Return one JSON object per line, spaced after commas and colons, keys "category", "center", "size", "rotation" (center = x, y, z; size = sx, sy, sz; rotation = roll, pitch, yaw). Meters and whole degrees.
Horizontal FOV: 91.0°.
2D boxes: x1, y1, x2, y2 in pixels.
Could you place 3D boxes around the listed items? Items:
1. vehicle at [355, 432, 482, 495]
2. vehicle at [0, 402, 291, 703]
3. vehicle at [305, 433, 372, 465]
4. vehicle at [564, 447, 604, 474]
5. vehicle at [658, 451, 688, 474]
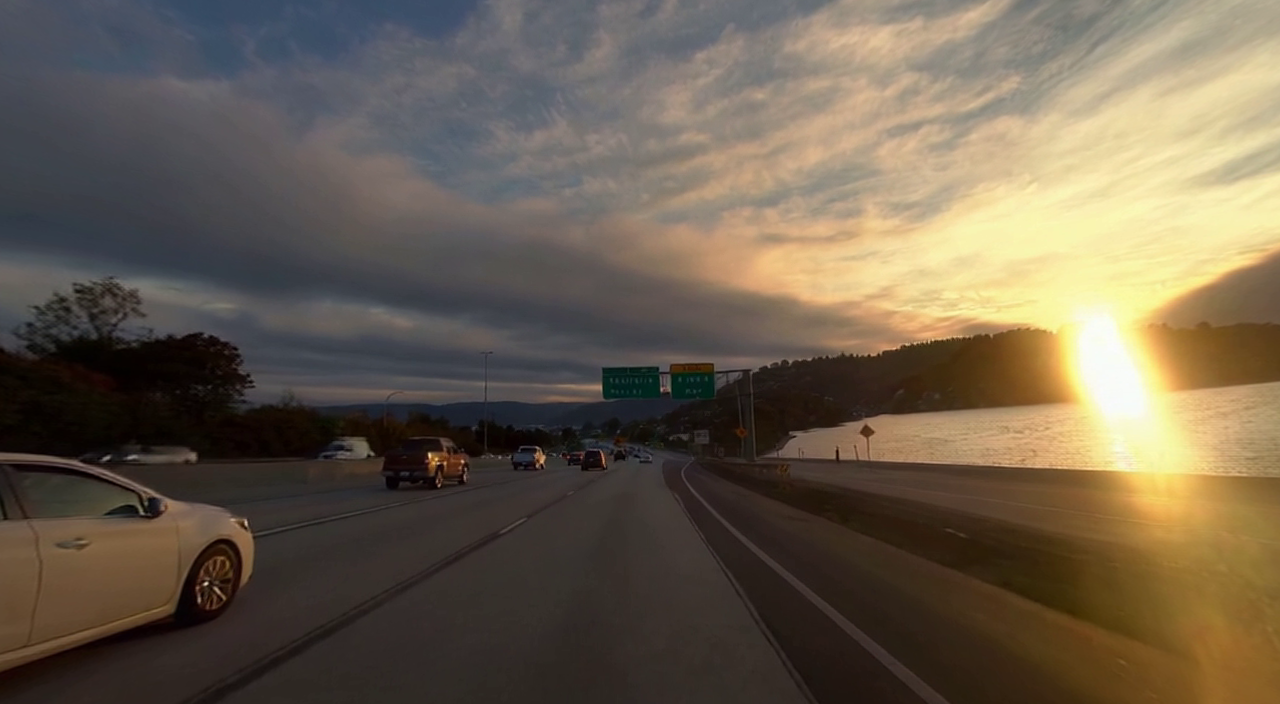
{"category": "vehicle", "center": [-7.466, 3.823, 22.034], "size": [2.250, 1.870, 5.647], "rotation": [0, -9, 2]}
{"category": "vehicle", "center": [-4.123, 1.037, 3.196], "size": [2.027, 1.547, 4.511], "rotation": [0, -9, 1]}
{"category": "vehicle", "center": [-23.597, 7.619, 49.520], "size": [2.237, 2.265, 5.746], "rotation": [0, -9, 2]}
{"category": "vehicle", "center": [-3.667, 7.227, 42.254], "size": [2.132, 1.708, 4.571], "rotation": [0, -9, 1]}
{"category": "vehicle", "center": [2.462, 8.229, 47.070], "size": [2.153, 1.510, 4.646], "rotation": [0, -9, 3]}
